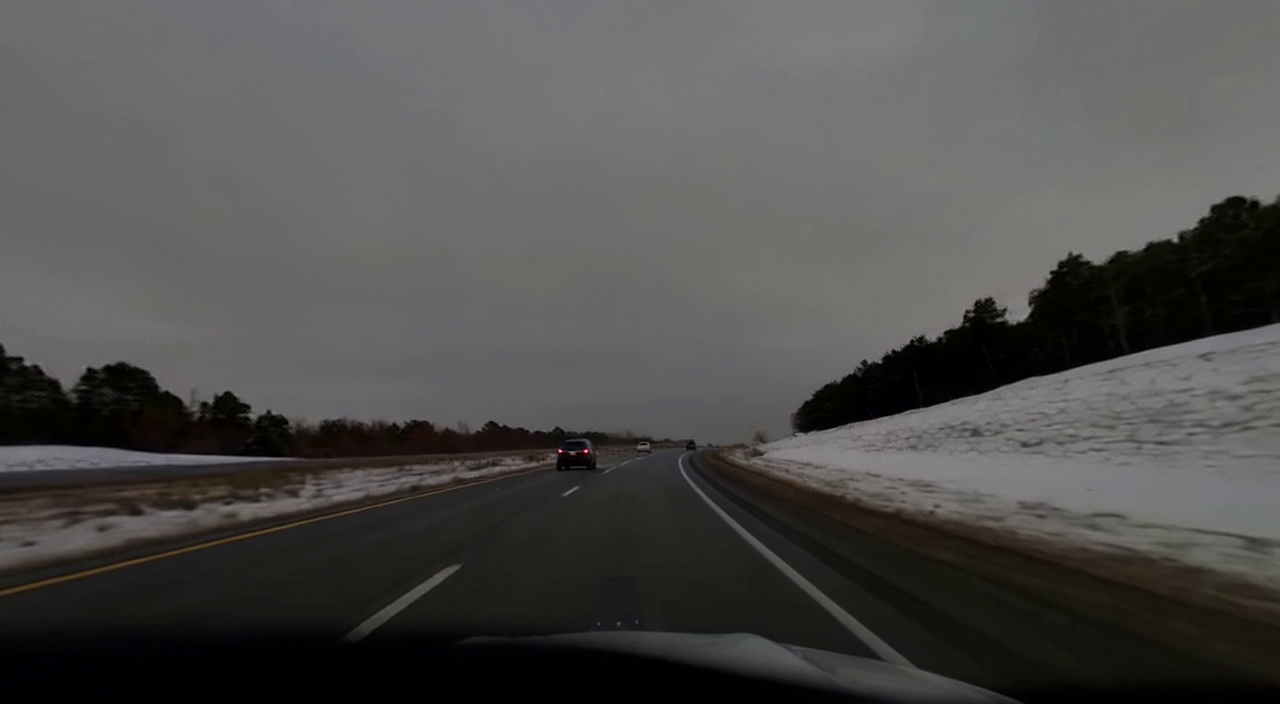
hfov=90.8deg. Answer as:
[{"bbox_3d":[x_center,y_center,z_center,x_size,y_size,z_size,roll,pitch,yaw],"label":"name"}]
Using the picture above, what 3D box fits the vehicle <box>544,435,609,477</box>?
[{"bbox_3d":[-2.804,4.738,29.025,2.252,1.743,4.560,0,-8,3],"label":"vehicle"}]
